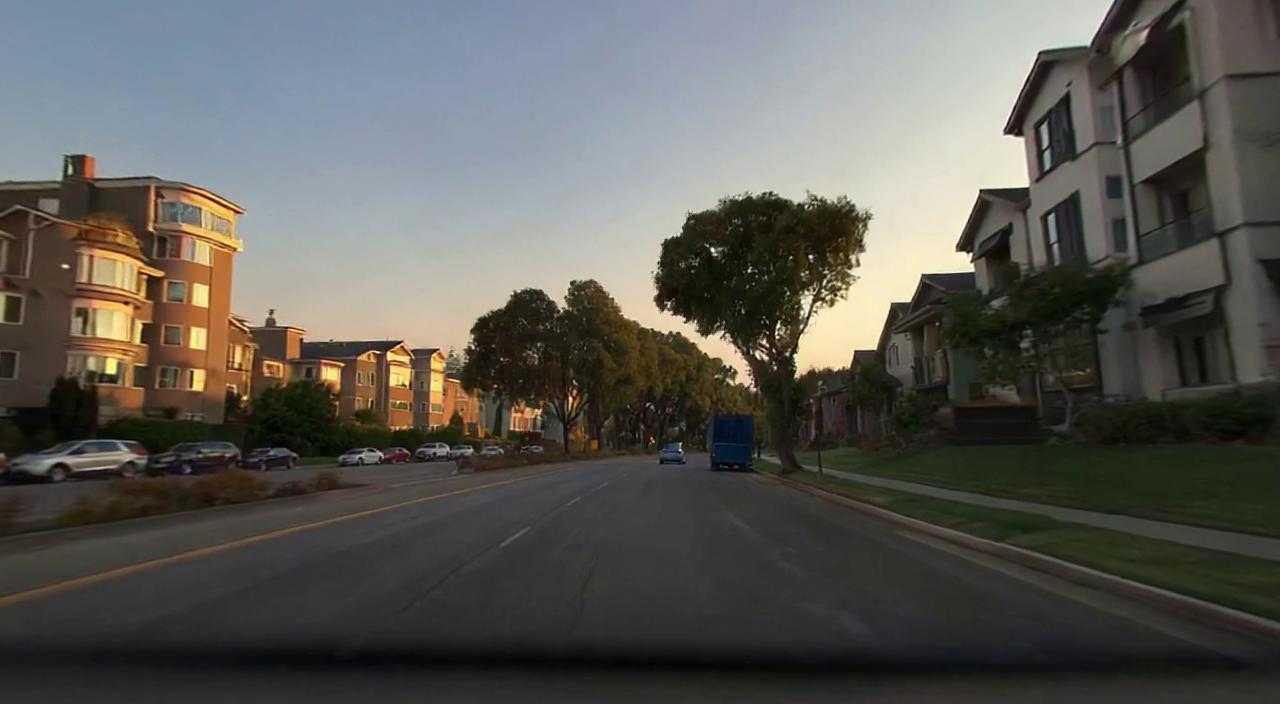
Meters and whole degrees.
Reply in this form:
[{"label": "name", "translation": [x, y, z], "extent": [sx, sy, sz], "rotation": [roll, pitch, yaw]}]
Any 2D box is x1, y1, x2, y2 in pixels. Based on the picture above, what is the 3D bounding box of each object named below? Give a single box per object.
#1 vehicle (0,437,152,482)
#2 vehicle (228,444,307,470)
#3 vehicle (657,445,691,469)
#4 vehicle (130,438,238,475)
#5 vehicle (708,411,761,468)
[{"label": "vehicle", "translation": [-24.713, 4.645, 27.631], "extent": [2.213, 1.750, 5.149], "rotation": [-1, -8, 4]}, {"label": "vehicle", "translation": [-23.814, 6.717, 40.519], "extent": [1.900, 1.454, 4.757], "rotation": [-3, -8, 5]}, {"label": "vehicle", "translation": [2.122, 6.375, 38.629], "extent": [1.871, 1.370, 4.206], "rotation": [-1, -8, 6]}, {"label": "vehicle", "translation": [-24.194, 5.532, 33.717], "extent": [2.040, 1.765, 4.635], "rotation": [-2, -8, 6]}, {"label": "vehicle", "translation": [5.949, 5.741, 41.118], "extent": [2.945, 3.277, 8.473], "rotation": [-1, -8, 6]}]
